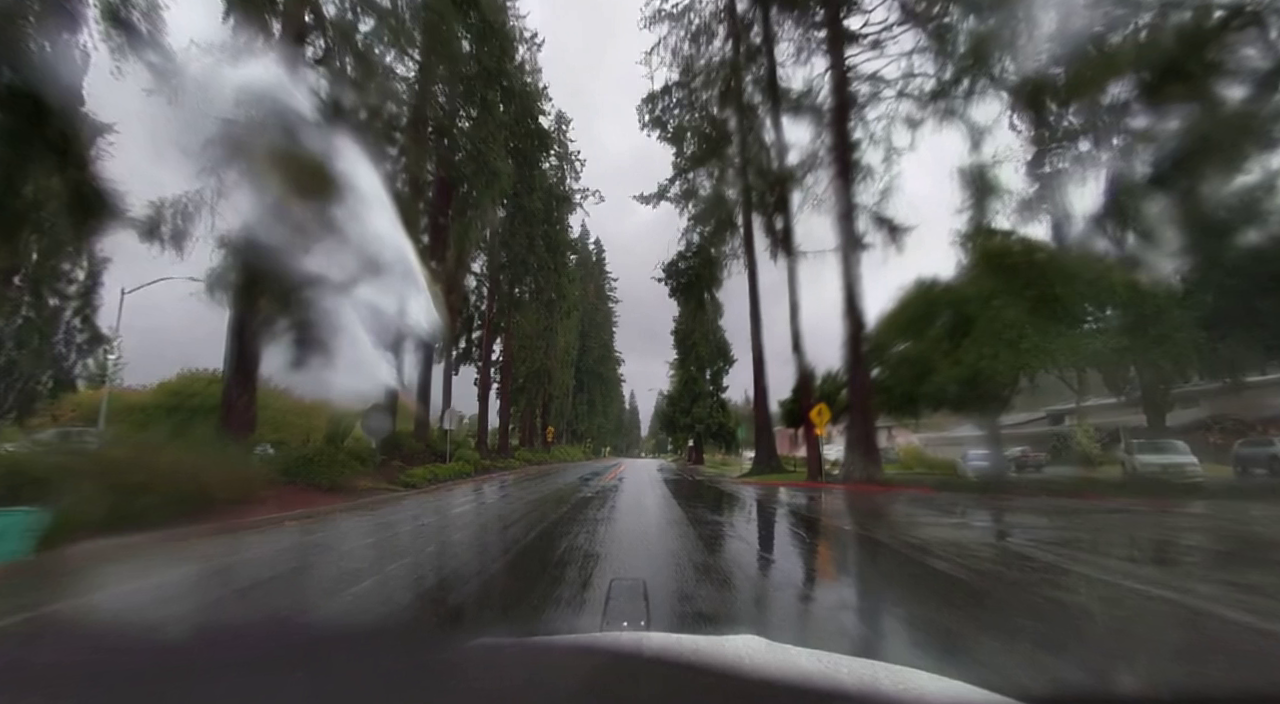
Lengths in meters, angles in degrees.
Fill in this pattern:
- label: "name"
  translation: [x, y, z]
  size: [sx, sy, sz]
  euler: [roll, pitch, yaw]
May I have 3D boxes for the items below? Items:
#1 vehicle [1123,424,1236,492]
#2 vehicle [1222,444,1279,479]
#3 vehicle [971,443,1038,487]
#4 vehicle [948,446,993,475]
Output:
- label: "vehicle"
  translation: [19.547, 3.806, 23.099]
  size: [2.187, 2.012, 4.806]
  euler: [-9, -8, 31]
- label: "vehicle"
  translation: [31.584, 5.495, 31.933]
  size: [1.913, 1.622, 4.482]
  euler: [-5, -10, 29]
- label: "vehicle"
  translation: [14.931, 4.527, 25.686]
  size: [2.063, 1.588, 4.759]
  euler: [-5, -10, 32]
- label: "vehicle"
  translation: [20.256, 6.577, 38.530]
  size: [1.958, 1.644, 4.527]
  euler: [-5, -10, 32]
